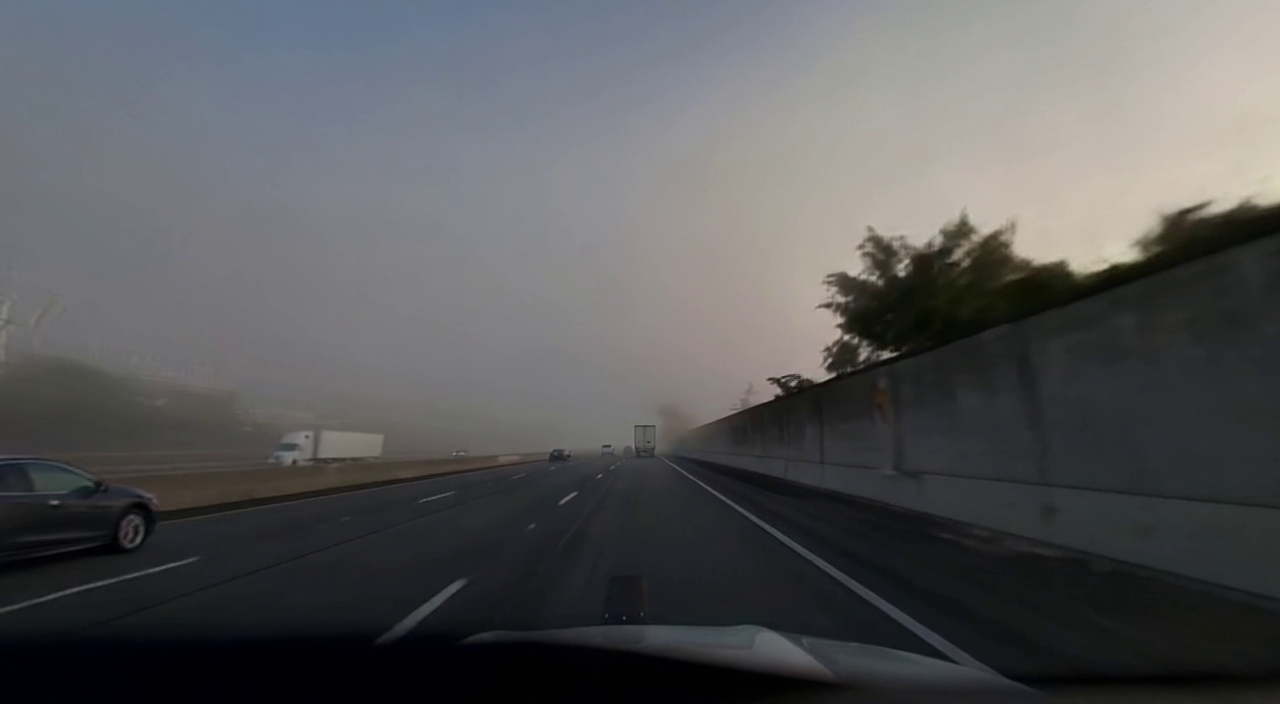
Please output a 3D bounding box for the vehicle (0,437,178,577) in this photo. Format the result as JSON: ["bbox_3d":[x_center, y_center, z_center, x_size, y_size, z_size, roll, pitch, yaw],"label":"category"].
[{"bbox_3d":[-7.768,1.679,6.904,1.979,1.470,4.485,0,-8,1],"label":"vehicle"}]
